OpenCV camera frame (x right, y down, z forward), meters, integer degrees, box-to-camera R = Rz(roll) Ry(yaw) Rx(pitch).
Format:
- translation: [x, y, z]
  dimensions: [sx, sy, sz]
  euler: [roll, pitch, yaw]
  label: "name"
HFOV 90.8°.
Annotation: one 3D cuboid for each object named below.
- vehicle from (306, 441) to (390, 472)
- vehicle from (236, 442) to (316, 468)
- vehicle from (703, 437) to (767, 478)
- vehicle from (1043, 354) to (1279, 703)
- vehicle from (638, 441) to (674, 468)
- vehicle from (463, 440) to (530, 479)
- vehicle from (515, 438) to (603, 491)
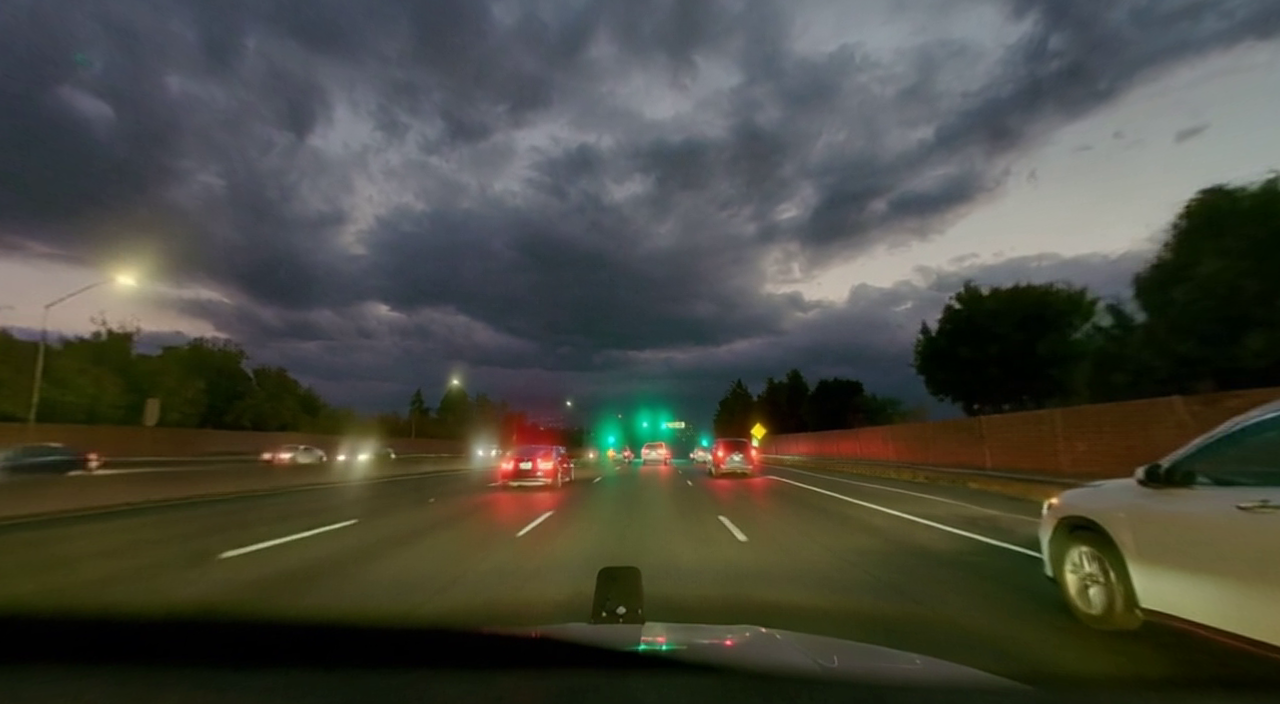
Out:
- translation: [-14.864, 5.321, 32.479]
  dimensions: [1.971, 1.484, 4.666]
  euler: [0, -8, 2]
  label: "vehicle"
- translation: [-21.643, 6.127, 37.802]
  dimensions: [1.898, 1.451, 4.432]
  euler: [0, -8, 4]
  label: "vehicle"
- translation: [4.245, 4.769, 28.918]
  dimensions: [2.320, 1.735, 4.408]
  euler: [0, -8, 1]
  label: "vehicle"
- translation: [3.814, 0.779, 2.022]
  dimensions: [2.029, 1.716, 4.545]
  euler: [0, -8, 0]
  label: "vehicle"
- translation: [1.209, 7.221, 44.765]
  dimensions: [2.408, 1.748, 4.217]
  euler: [0, -8, 3]
  label: "vehicle"
- translation: [-5.889, 4.427, 26.353]
  dimensions: [1.835, 1.504, 3.612]
  euler: [0, -8, 2]
  label: "vehicle"
- translation: [-2.516, 3.641, 20.962]
  dimensions: [2.130, 1.514, 4.766]
  euler: [0, -8, 2]
  label: "vehicle"
